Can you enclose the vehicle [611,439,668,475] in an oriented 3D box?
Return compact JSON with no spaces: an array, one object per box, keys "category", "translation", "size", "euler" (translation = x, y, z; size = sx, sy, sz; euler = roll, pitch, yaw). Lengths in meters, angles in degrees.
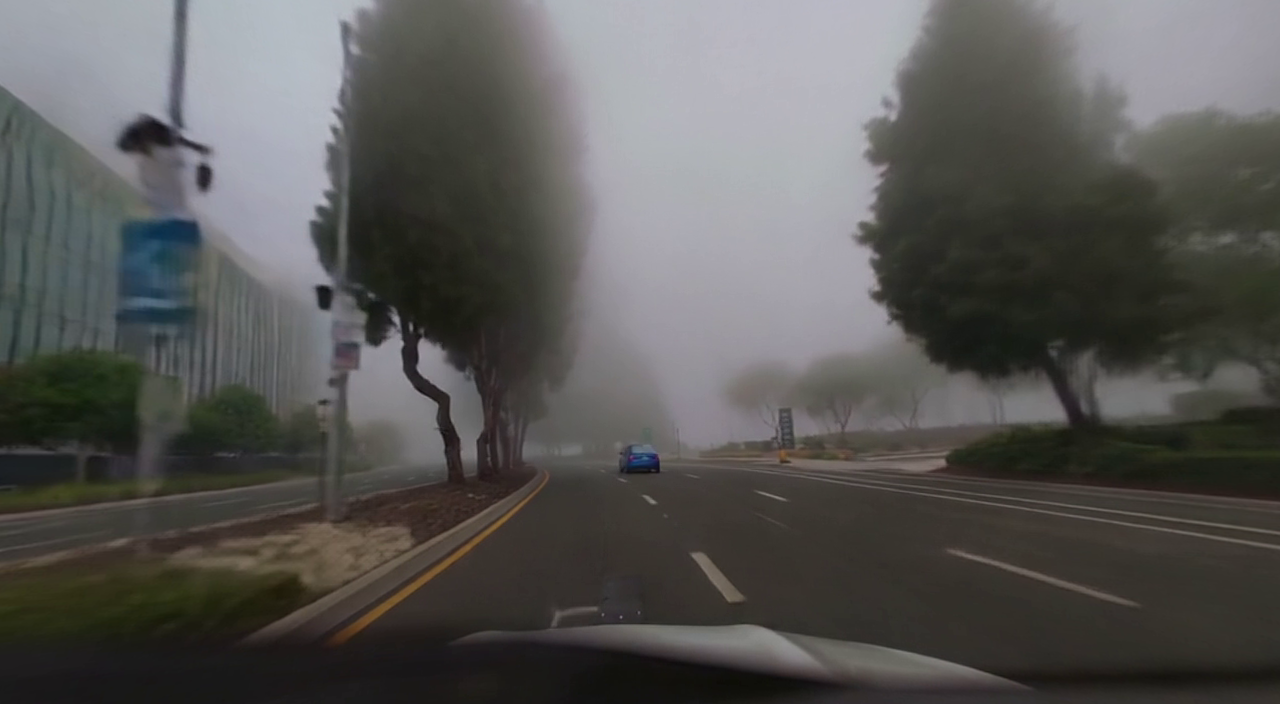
[{"category":"vehicle","translation":[-0.128,5.272,31.935],"size":[2.165,1.633,4.381],"euler":[1,-9,-10]}]
